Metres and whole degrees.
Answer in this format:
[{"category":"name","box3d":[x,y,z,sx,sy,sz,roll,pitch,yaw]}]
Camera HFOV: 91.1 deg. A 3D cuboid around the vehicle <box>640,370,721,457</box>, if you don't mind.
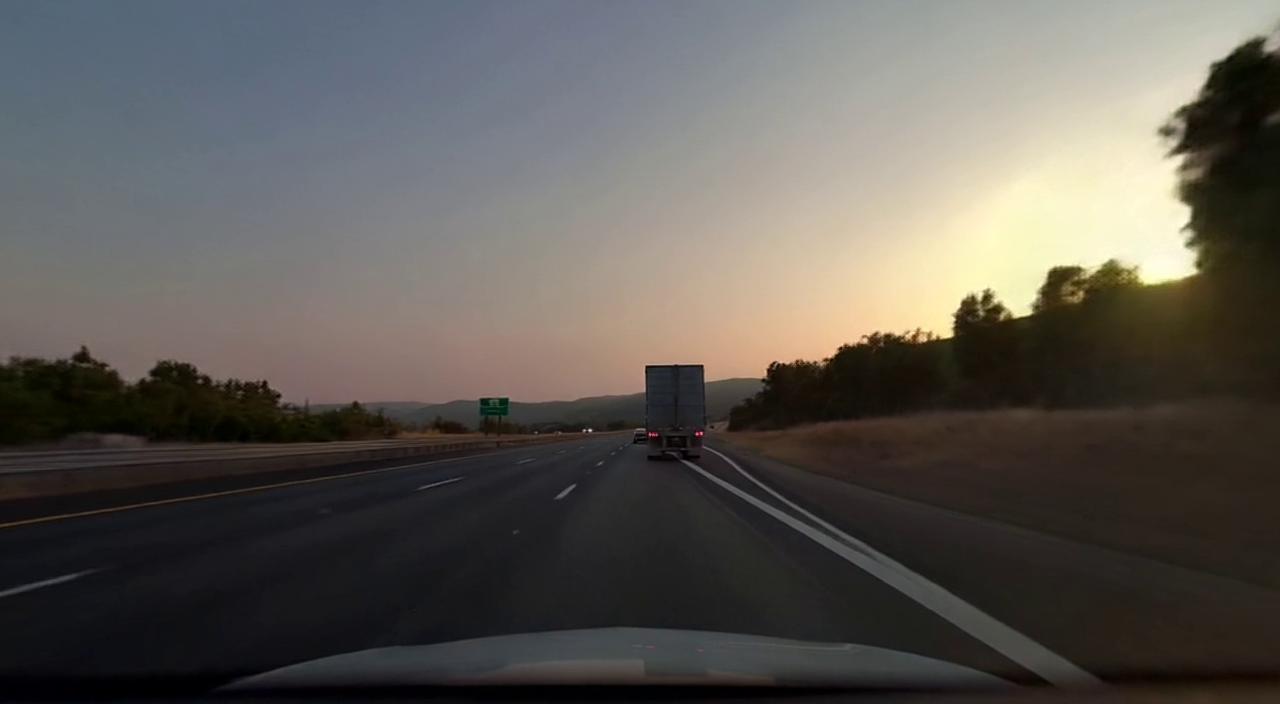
[{"category":"vehicle","box3d":[1.832,3.425,32.809,3.446,3.698,12.089,0,-8,1]}]
